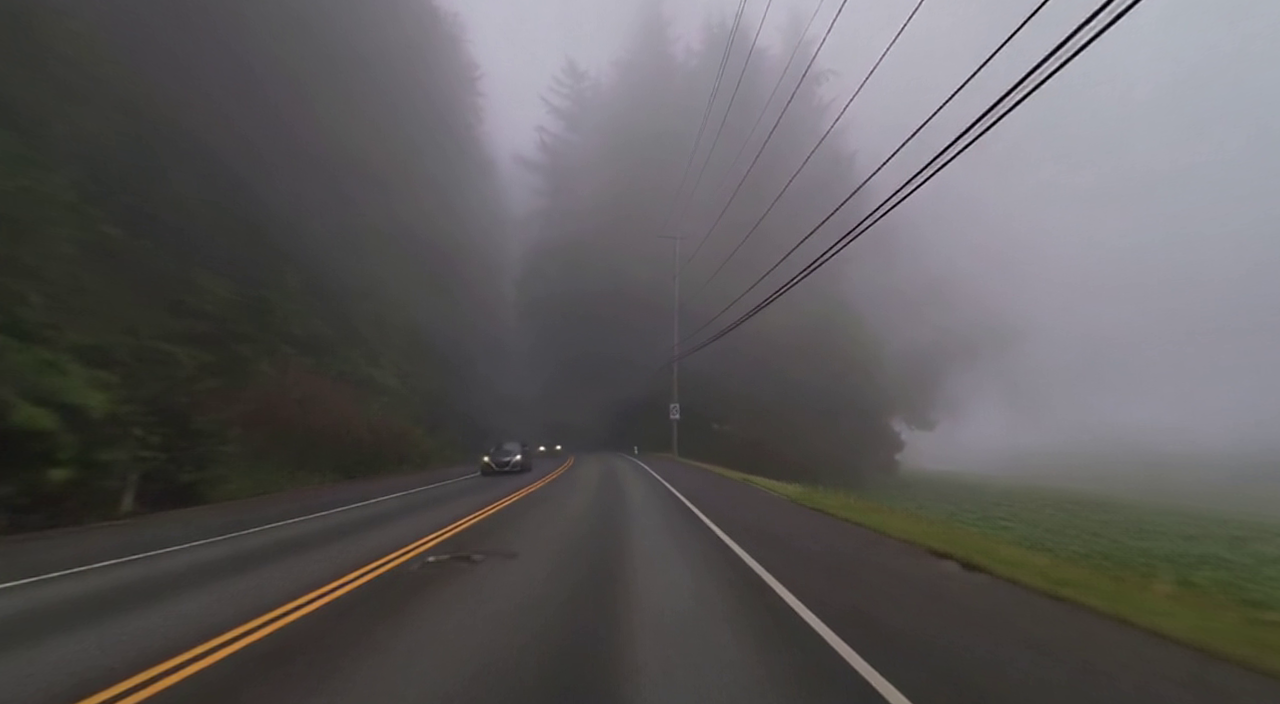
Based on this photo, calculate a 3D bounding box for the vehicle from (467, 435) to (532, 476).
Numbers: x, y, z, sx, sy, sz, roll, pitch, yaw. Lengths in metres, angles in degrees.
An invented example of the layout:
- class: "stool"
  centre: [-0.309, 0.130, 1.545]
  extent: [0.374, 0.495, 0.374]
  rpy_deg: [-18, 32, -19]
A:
- class: "vehicle"
  centre: [-6.237, 4.630, 28.591]
  extent: [2.143, 1.694, 4.326]
  rpy_deg: [1, -8, -3]

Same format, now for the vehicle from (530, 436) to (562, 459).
- class: "vehicle"
  centre: [-7.183, 7.341, 48.785]
  extent: [2.165, 1.648, 4.605]
  rpy_deg: [1, -8, -6]
